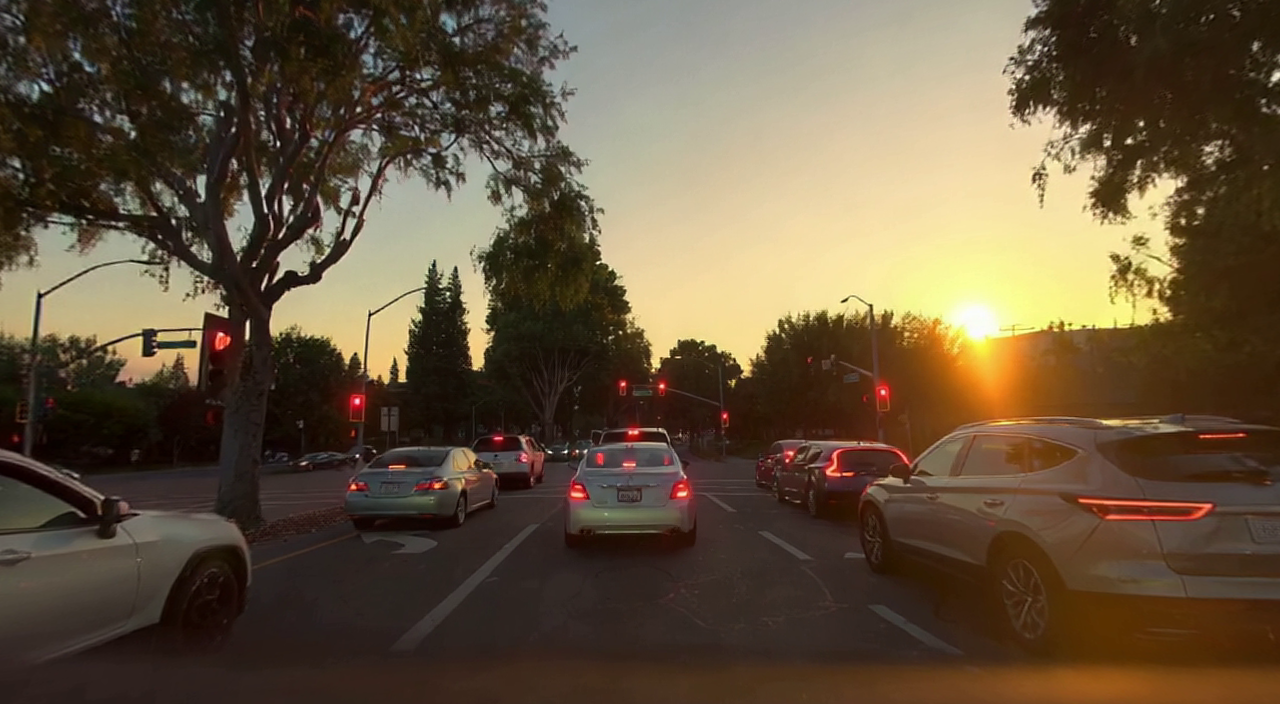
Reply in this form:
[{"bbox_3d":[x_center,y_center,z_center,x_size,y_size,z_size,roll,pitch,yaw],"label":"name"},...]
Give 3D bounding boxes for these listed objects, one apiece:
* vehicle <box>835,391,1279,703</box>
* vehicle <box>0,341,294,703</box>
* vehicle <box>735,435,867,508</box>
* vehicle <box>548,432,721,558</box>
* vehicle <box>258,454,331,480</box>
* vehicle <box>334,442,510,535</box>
[{"bbox_3d":[3.381,1.307,5.423,1.933,1.564,4.600,0,-8,0],"label":"vehicle"},{"bbox_3d":[-3.666,0.839,2.538,2.047,1.764,4.369,0,-8,0],"label":"vehicle"},{"bbox_3d":[3.641,2.784,15.240,1.922,1.472,4.440,0,-8,-1],"label":"vehicle"},{"bbox_3d":[-0.080,2.006,9.598,2.061,1.470,3.970,0,-8,0],"label":"vehicle"},{"bbox_3d":[-23.675,7.845,43.278,4.432,1.685,1.957,-4,-9,24],"label":"vehicle"},{"bbox_3d":[-3.932,2.508,12.331,1.919,1.459,4.371,0,-8,-1],"label":"vehicle"}]
